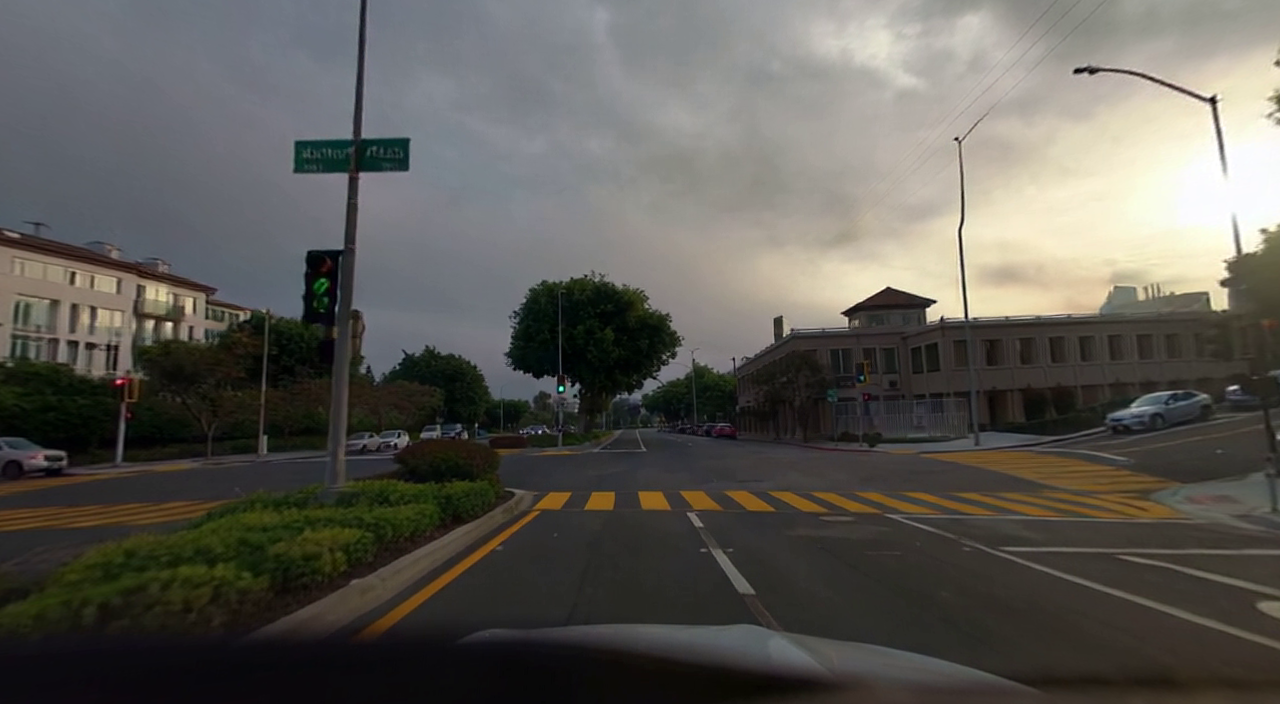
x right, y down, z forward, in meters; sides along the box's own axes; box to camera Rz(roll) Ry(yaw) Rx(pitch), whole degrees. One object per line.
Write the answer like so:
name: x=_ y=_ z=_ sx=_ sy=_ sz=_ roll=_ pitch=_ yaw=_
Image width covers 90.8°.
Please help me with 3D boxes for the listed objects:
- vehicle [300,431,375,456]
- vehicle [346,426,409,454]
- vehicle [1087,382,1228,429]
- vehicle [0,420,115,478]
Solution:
vehicle: x=-18.209 y=5.569 z=38.346 sx=1.939 sy=1.430 sz=5.533 roll=0 pitch=-9 yaw=-2
vehicle: x=-18.433 y=6.258 z=44.694 sx=2.225 sy=1.871 sz=5.189 roll=0 pitch=-9 yaw=0
vehicle: x=22.252 y=2.277 z=27.259 sx=4.531 sy=1.753 sz=1.964 roll=-2 pitch=-2 yaw=-5
vehicle: x=-25.916 y=4.084 z=26.704 sx=5.229 sy=2.299 sz=2.366 roll=0 pitch=-8 yaw=1
